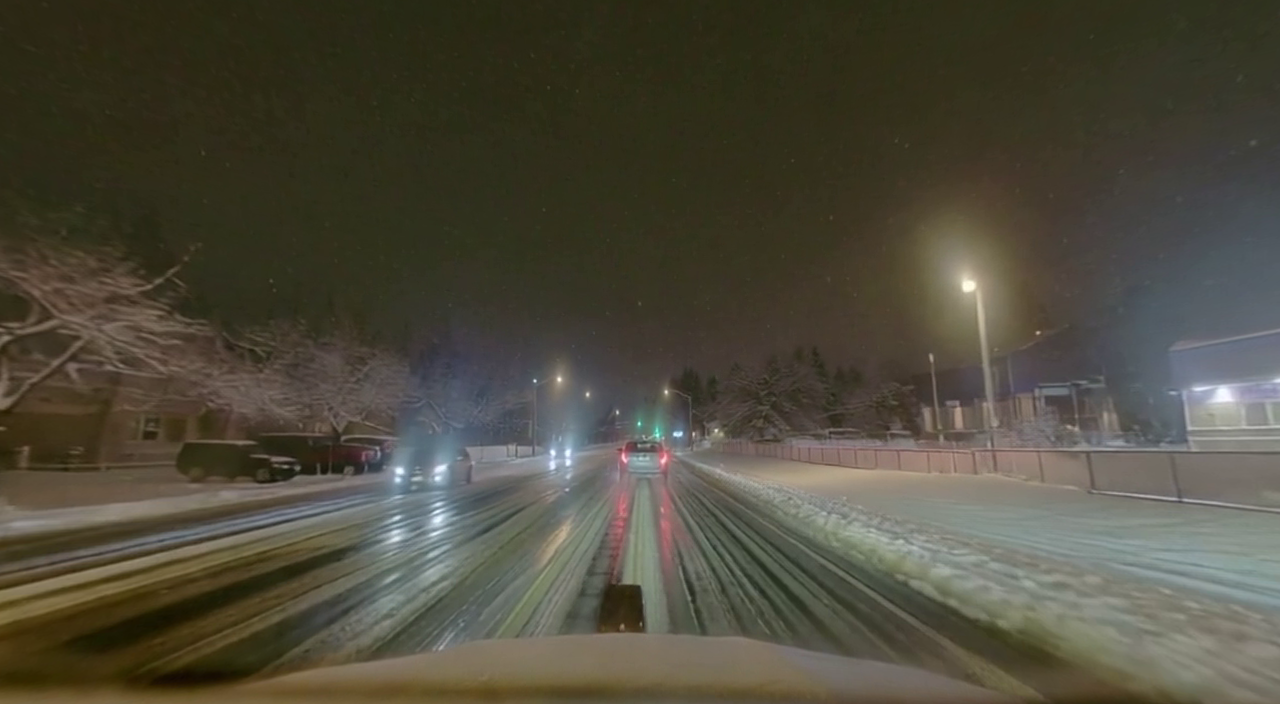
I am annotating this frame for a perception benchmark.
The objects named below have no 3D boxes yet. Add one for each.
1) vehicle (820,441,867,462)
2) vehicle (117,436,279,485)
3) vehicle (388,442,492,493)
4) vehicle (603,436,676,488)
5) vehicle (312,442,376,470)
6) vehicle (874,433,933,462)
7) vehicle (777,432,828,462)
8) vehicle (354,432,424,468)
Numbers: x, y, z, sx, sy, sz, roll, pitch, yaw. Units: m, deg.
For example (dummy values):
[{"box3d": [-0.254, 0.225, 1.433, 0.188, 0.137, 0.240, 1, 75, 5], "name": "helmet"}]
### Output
[{"box3d": [15.394, 7.519, 47.725, 2.040, 1.506, 4.289, 0, -9, -1], "name": "vehicle"}, {"box3d": [-18.210, 4.470, 26.056, 5.085, 1.906, 2.153, 0, -9, 1], "name": "vehicle"}, {"box3d": [-6.515, 3.800, 21.013, 1.985, 1.505, 4.143, 0, -9, 2], "name": "vehicle"}, {"box3d": [-0.017, 3.527, 20.446, 2.144, 1.514, 4.063, 0, -8, 0], "name": "vehicle"}, {"box3d": [-19.393, 6.820, 41.382, 2.050, 1.714, 4.619, 0, -8, -2], "name": "vehicle"}, {"box3d": [19.800, 7.144, 47.475, 2.245, 1.932, 5.951, -3, -7, 5], "name": "vehicle"}, {"box3d": [12.244, 7.238, 47.834, 2.280, 2.050, 5.515, -2, -9, -1], "name": "vehicle"}, {"box3d": [-16.450, 6.463, 41.487, 2.230, 2.164, 5.732, 0, -8, 0], "name": "vehicle"}]
